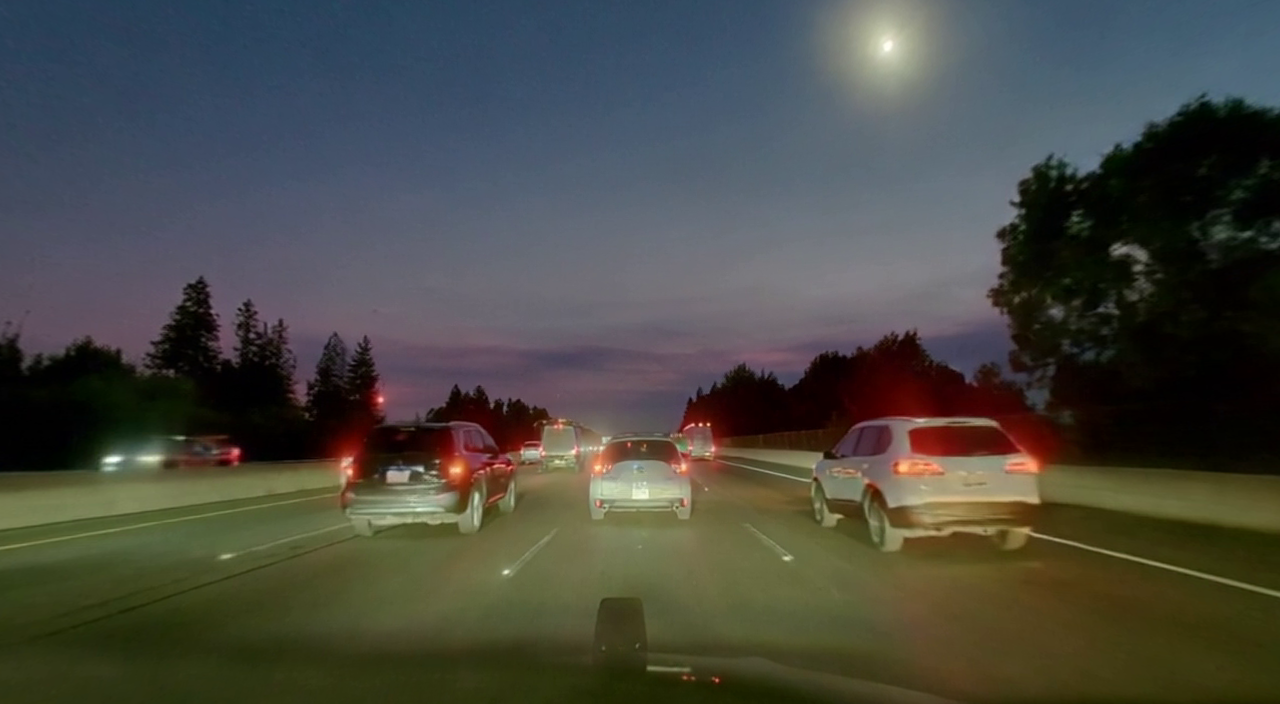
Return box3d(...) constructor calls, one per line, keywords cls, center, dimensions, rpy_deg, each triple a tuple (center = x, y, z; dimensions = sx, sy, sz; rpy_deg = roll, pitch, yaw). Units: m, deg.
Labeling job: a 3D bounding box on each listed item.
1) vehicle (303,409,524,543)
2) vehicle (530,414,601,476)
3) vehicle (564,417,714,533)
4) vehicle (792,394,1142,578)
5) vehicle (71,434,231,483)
box3d(cls="vehicle", center=(-3.485, 2.002, 10.765), dimensions=(2.142, 1.808, 4.266), rpy_deg=(0, -9, 0))
box3d(cls="vehicle", center=(-3.126, 4.090, 27.699), dimensions=(2.359, 2.399, 5.500), rpy_deg=(0, -9, 1))
box3d(cls="vehicle", center=(-0.006, 2.147, 11.520), dimensions=(2.223, 1.722, 4.177), rpy_deg=(0, -9, 0))
box3d(cls="vehicle", center=(3.906, 1.723, 8.958), dimensions=(2.175, 1.830, 5.173), rpy_deg=(0, -9, 0))
box3d(cls="vehicle", center=(-20.748, 4.550, 27.174), dimensions=(2.214, 1.853, 5.789), rpy_deg=(0, -9, 0))
